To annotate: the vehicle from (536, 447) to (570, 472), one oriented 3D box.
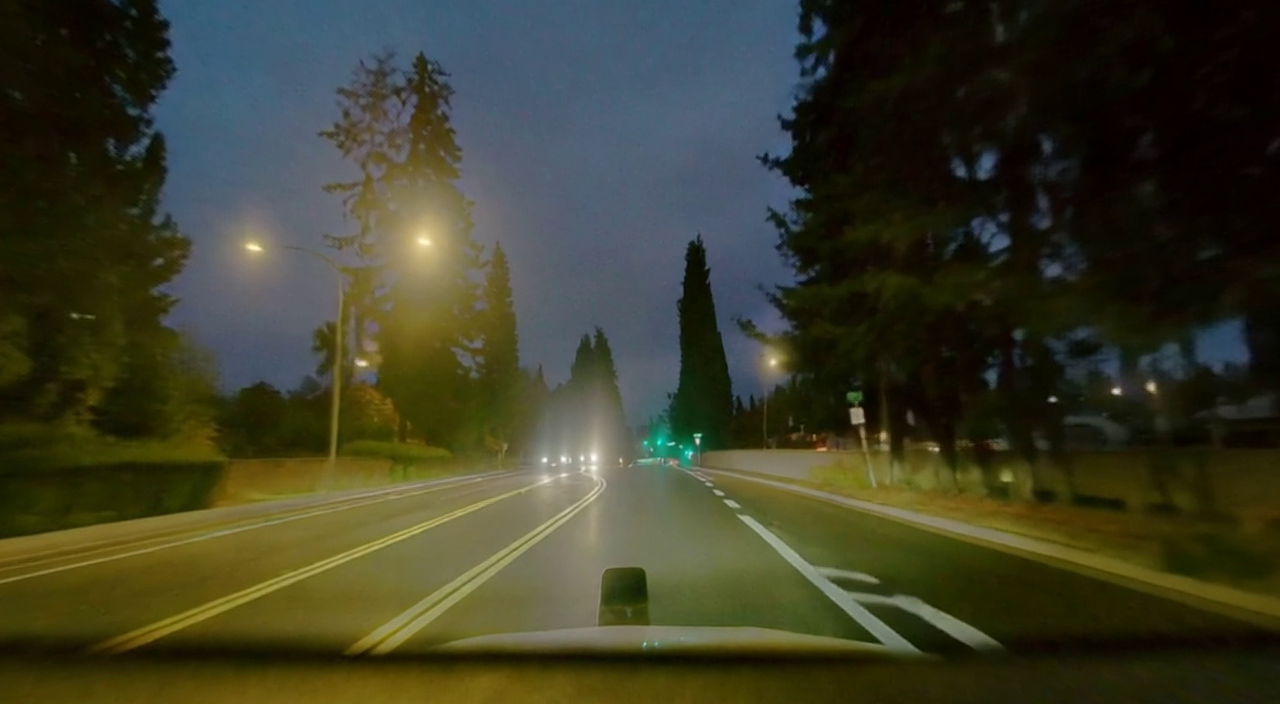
[{"bbox_3d":[-6.368,7.953,46.765,1.972,1.684,4.144,0,-8,0],"label":"vehicle"}]
